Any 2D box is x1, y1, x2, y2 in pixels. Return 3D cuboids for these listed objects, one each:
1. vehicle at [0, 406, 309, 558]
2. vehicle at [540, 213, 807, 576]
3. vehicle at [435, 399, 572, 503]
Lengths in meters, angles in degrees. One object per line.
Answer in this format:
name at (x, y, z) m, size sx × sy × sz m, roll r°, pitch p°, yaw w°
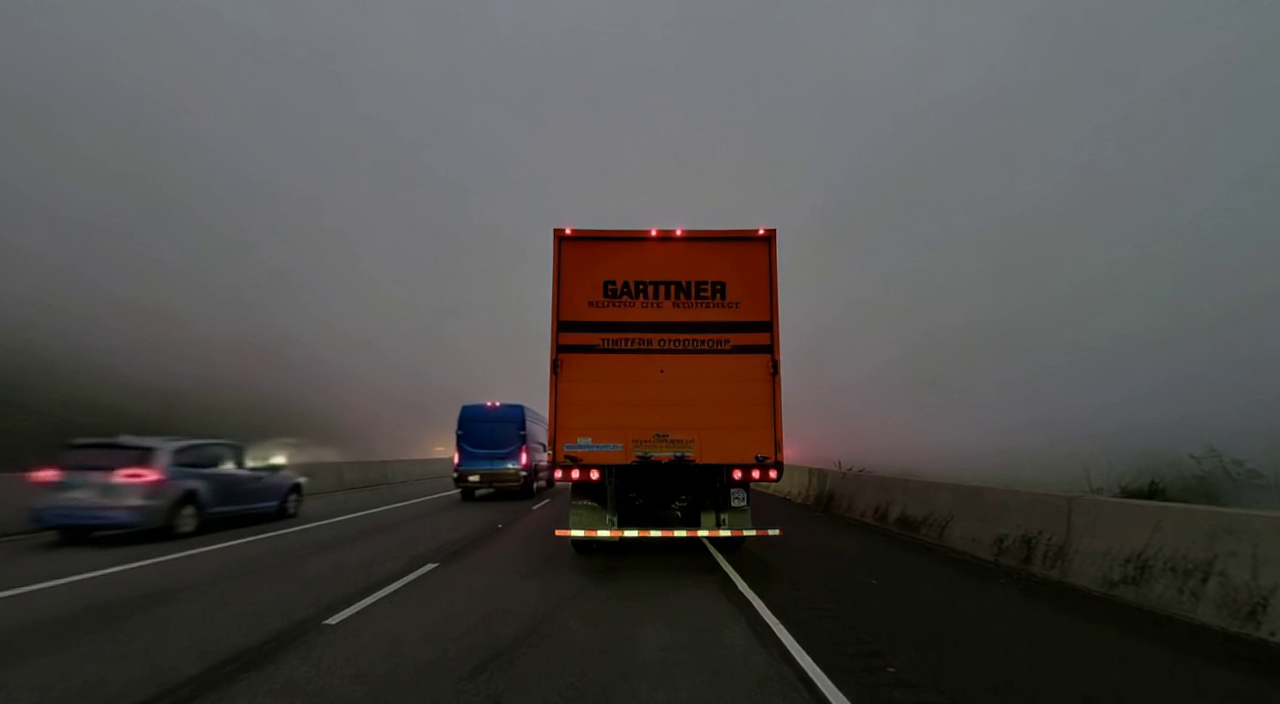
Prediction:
vehicle at (-8.492, 2.195, 11.349) m, size 2.174 × 2.059 × 5.314 m, roll 0°, pitch -9°, yaw 0°
vehicle at (0.484, 1.219, 12.281) m, size 2.853 × 4.054 × 10.557 m, roll 0°, pitch -9°, yaw 1°
vehicle at (-4.411, 3.622, 23.177) m, size 2.790 × 2.893 × 10.715 m, roll 0°, pitch -9°, yaw -1°
